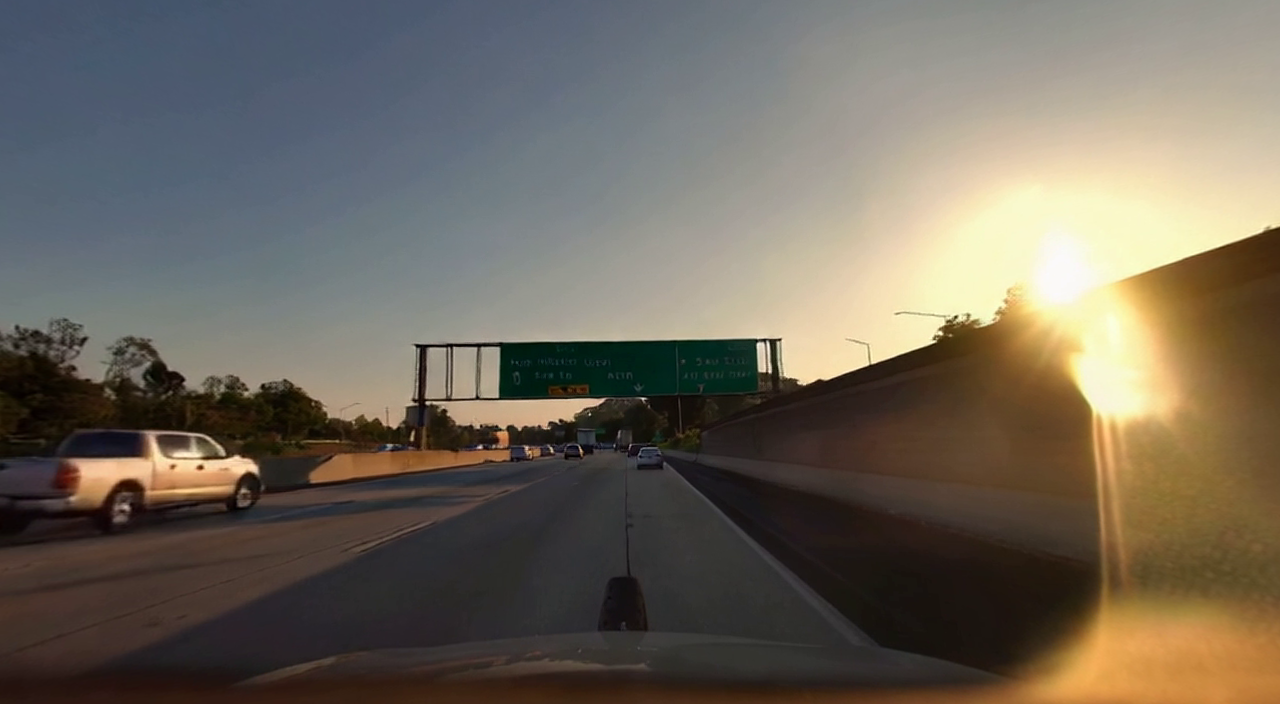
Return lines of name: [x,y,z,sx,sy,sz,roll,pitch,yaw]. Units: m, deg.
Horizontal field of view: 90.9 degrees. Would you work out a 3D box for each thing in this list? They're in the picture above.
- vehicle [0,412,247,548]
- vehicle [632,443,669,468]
vehicle: [-9.405,2.055,10.864,2.246,1.812,4.740,0,-8,-1]
vehicle: [0.606,6.318,38.720,2.137,1.461,3.999,0,-8,0]
